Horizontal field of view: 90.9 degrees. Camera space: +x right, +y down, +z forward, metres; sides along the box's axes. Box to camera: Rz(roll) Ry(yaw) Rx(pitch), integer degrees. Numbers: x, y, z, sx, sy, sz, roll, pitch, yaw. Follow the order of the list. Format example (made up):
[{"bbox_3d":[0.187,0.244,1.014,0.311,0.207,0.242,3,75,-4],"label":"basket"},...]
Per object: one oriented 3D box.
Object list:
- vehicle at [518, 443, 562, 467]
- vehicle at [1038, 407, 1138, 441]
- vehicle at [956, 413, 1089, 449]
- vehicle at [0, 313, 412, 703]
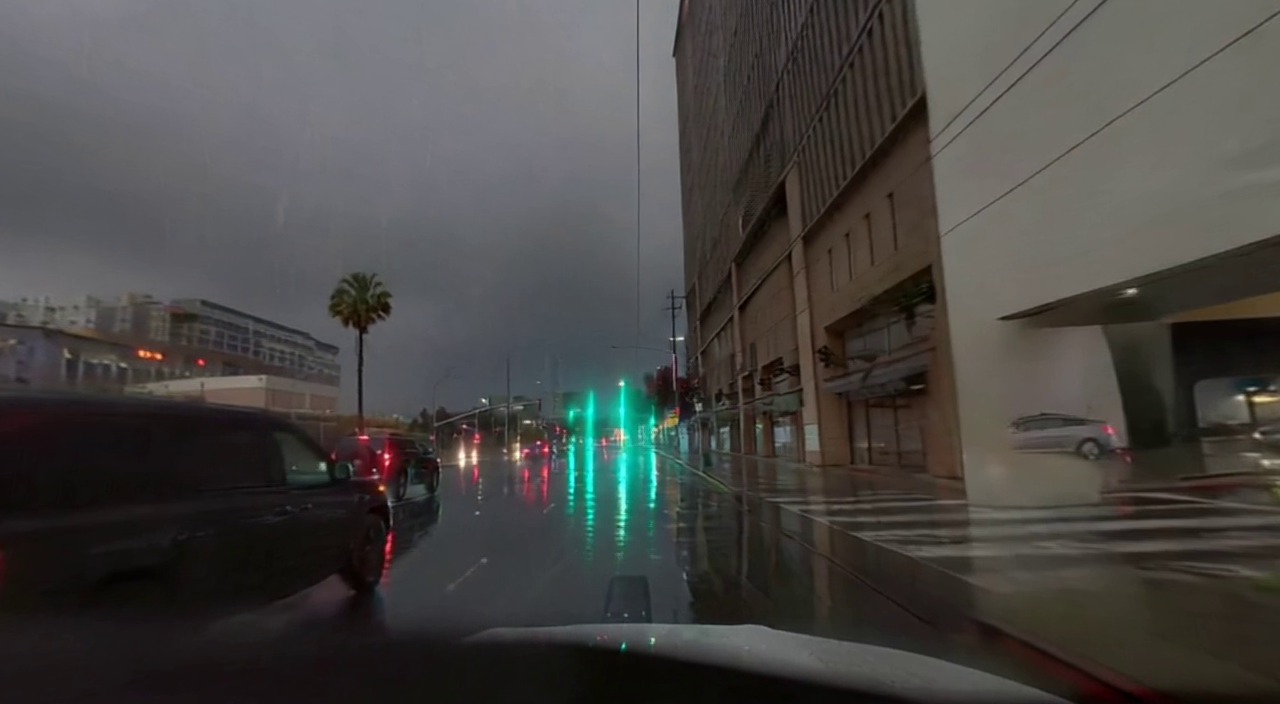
[{"bbox_3d":[-6.408,6.641,40.845,2.030,1.488,4.650,0,-9,1],"label":"vehicle"},{"bbox_3d":[24.518,4.013,34.763,1.903,1.700,4.934,0,-8,1],"label":"vehicle"},{"bbox_3d":[16.877,3.536,27.996,4.573,1.532,1.983,0,-8,0],"label":"vehicle"},{"bbox_3d":[-3.469,0.986,3.922,2.277,1.743,4.893,0,-9,0],"label":"vehicle"}]
